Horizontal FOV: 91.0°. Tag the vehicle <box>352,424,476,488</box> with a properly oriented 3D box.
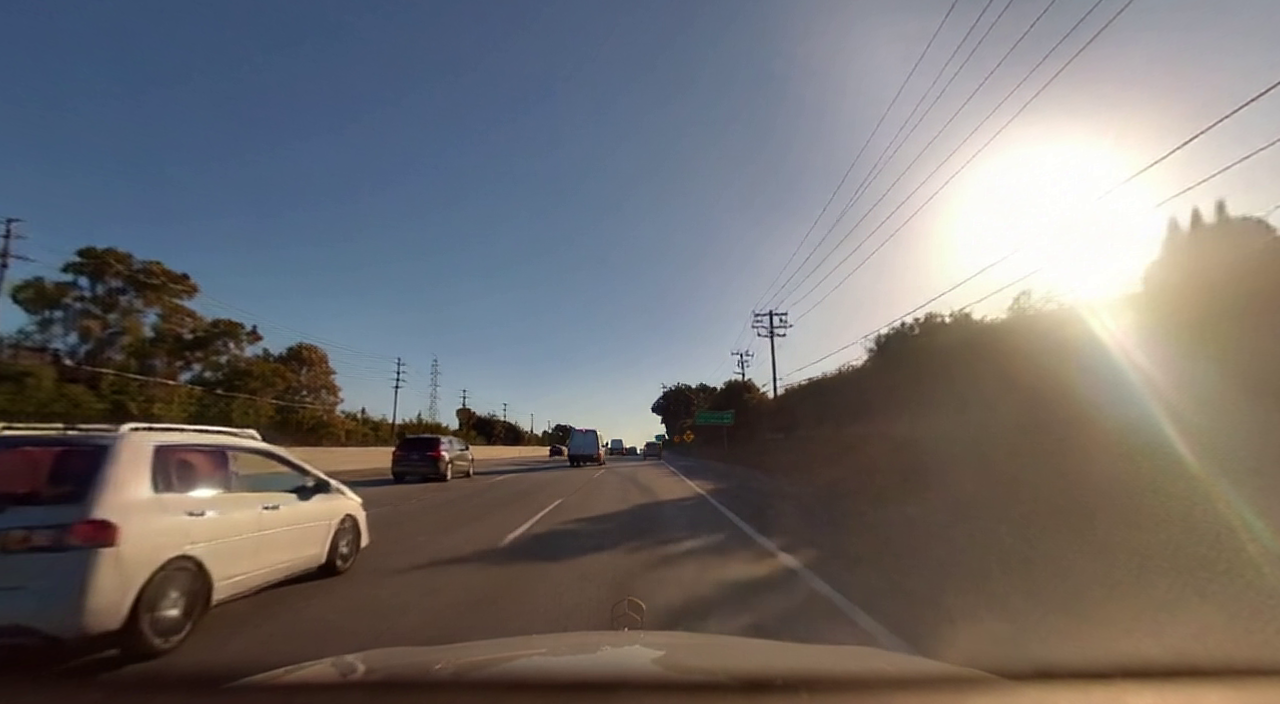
[{"bbox_3d":[-7.427,3.509,21.467,2.192,1.893,5.330,0,-9,0],"label":"vehicle"}]

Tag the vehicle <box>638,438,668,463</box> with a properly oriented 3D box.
[{"bbox_3d":[1.000,7.028,44.931,2.038,1.677,4.219,0,-9,2],"label":"vehicle"}]

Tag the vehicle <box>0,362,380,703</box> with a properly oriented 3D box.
[{"bbox_3d":[-3.889,1.193,4.802,1.976,1.688,4.124,0,-9,1],"label":"vehicle"}]

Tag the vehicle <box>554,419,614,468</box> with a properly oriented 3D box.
[{"bbox_3d":[-3.529,6.152,42.135,2.915,2.885,9.394,0,-9,1],"label":"vehicle"}]
